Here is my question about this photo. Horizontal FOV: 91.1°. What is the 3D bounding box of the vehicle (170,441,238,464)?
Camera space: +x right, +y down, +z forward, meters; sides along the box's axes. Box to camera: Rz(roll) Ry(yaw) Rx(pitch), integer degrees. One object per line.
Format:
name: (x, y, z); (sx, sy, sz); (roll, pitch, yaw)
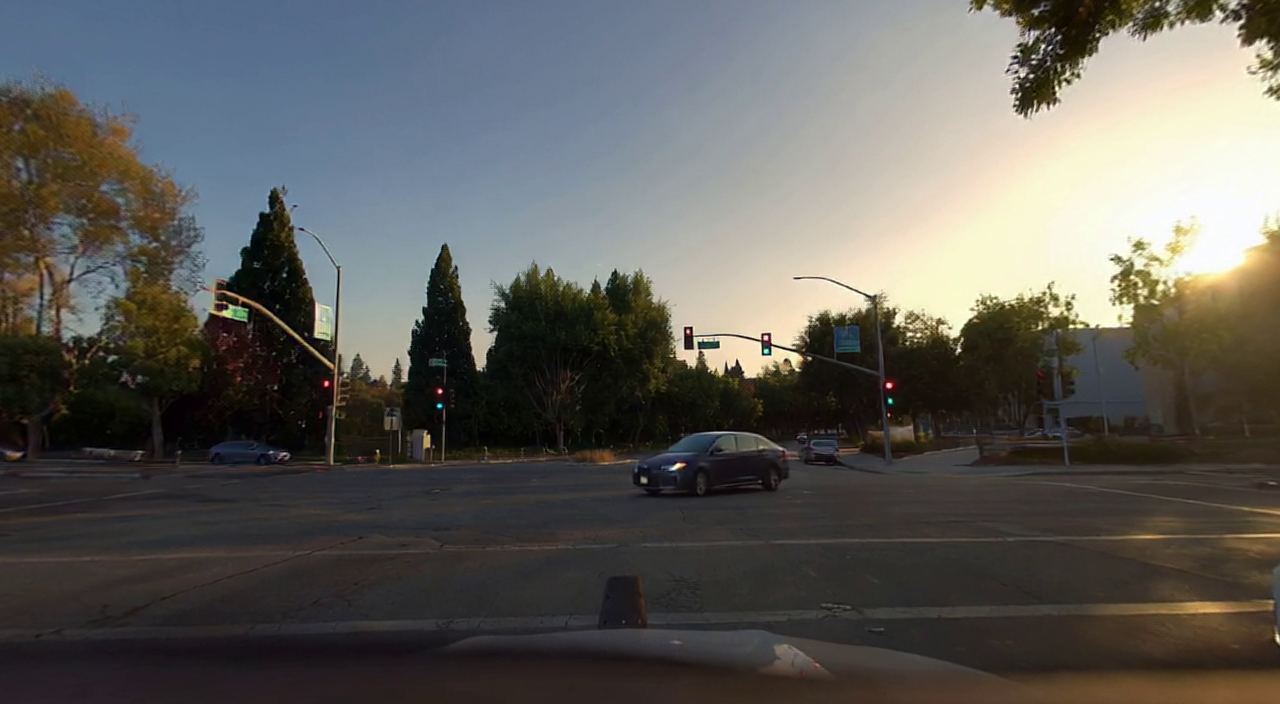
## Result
vehicle: (-29.114, 6.698, 42.045); (1.696, 1.431, 3.686); (-1, -8, 3)

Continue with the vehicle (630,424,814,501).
vehicle: (2.231, 2.898, 16.866); (4.580, 1.768, 2.134); (5, -10, -32)
